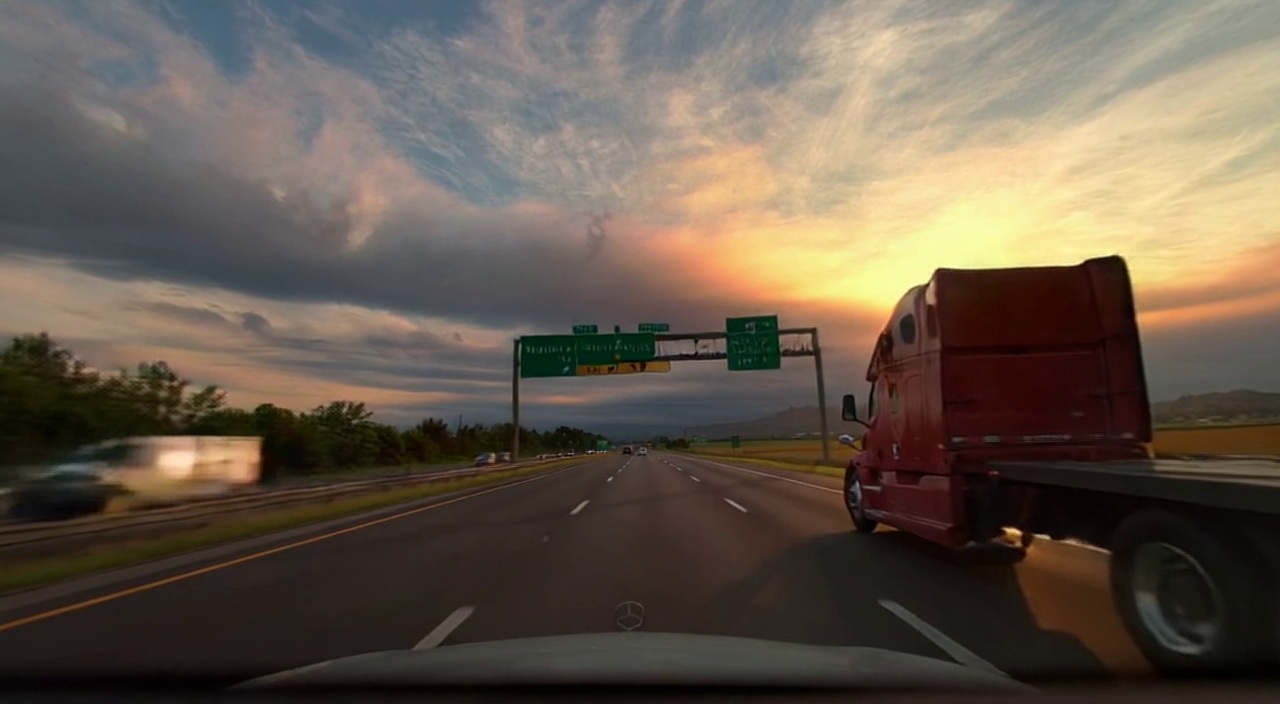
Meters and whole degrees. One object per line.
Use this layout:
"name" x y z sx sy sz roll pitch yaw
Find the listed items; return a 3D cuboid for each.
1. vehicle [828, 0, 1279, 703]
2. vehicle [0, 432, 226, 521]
"vehicle" 4.019 0.200 5.114 3.051 3.968 5.943 0 -9 0
"vehicle" -11.625 2.607 13.729 1.992 1.576 4.708 0 -9 0
